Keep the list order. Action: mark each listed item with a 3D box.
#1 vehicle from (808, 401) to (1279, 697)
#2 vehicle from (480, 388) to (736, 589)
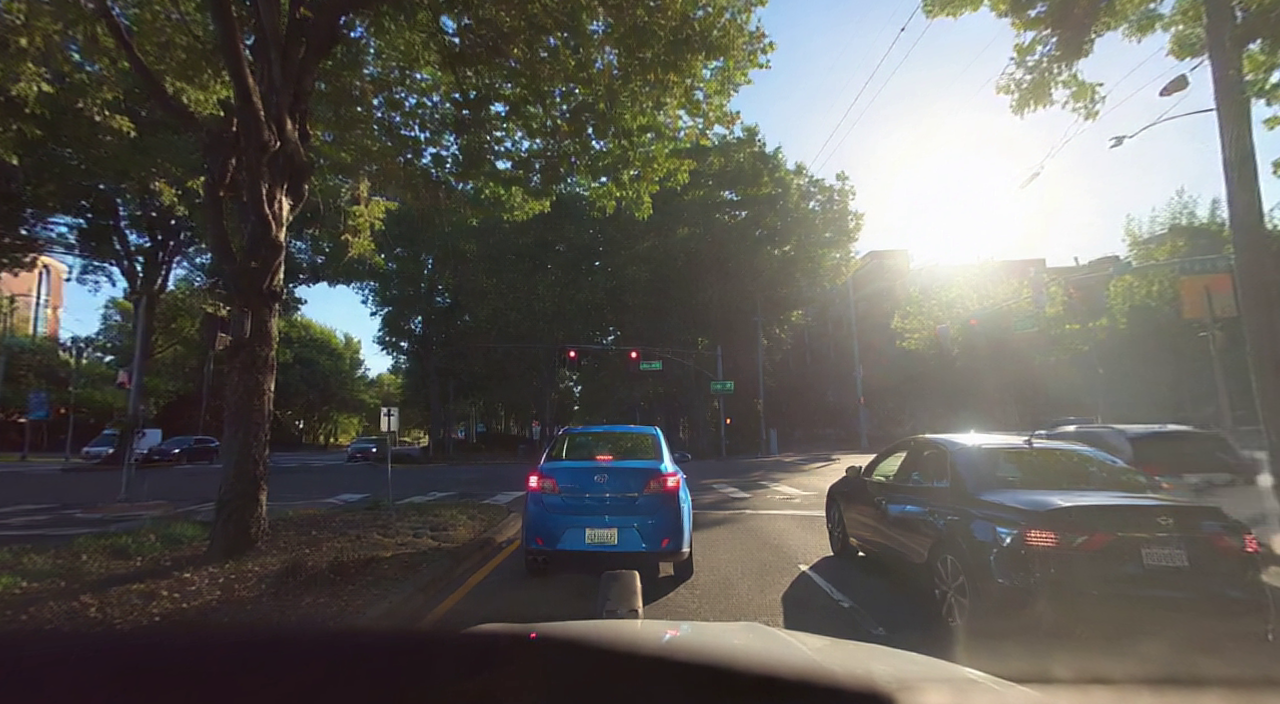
[{"bbox_3d":[3.166,1.399,5.757,1.932,1.562,4.629,0,-9,-1],"label":"vehicle"},{"bbox_3d":[-0.344,1.522,7.778,2.247,1.760,4.231,0,-9,-2],"label":"vehicle"}]
